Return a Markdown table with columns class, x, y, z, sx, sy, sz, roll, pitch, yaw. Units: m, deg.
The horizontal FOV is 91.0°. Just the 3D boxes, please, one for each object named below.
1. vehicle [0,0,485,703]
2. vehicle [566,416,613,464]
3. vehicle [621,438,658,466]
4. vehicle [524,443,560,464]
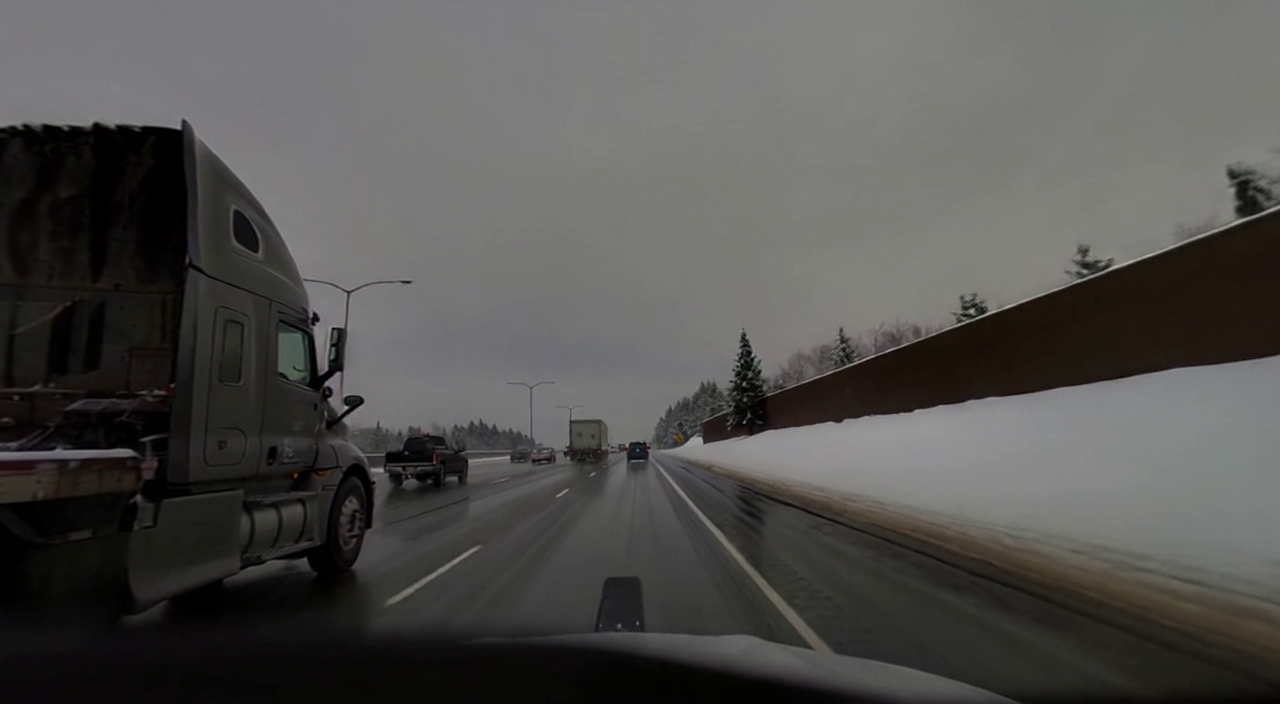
| class | x | y | z | sx | sy | sz | roll | pitch | yaw |
| --- | --- | --- | --- | --- | --- | --- | --- | --- | --- |
| vehicle | -3.792 | 0.433 | 4.141 | 3.025 | 3.266 | 9.256 | 0 | -9 | 1 |
| vehicle | -3.753 | 6.870 | 48.799 | 2.956 | 3.331 | 9.575 | 0 | -9 | -1 |
| vehicle | -0.033 | 6.250 | 39.443 | 2.178 | 1.640 | 4.071 | 0 | -9 | 0 |
| vehicle | -7.295 | 7.575 | 47.101 | 1.962 | 1.489 | 4.002 | 0 | -9 | 1 |
